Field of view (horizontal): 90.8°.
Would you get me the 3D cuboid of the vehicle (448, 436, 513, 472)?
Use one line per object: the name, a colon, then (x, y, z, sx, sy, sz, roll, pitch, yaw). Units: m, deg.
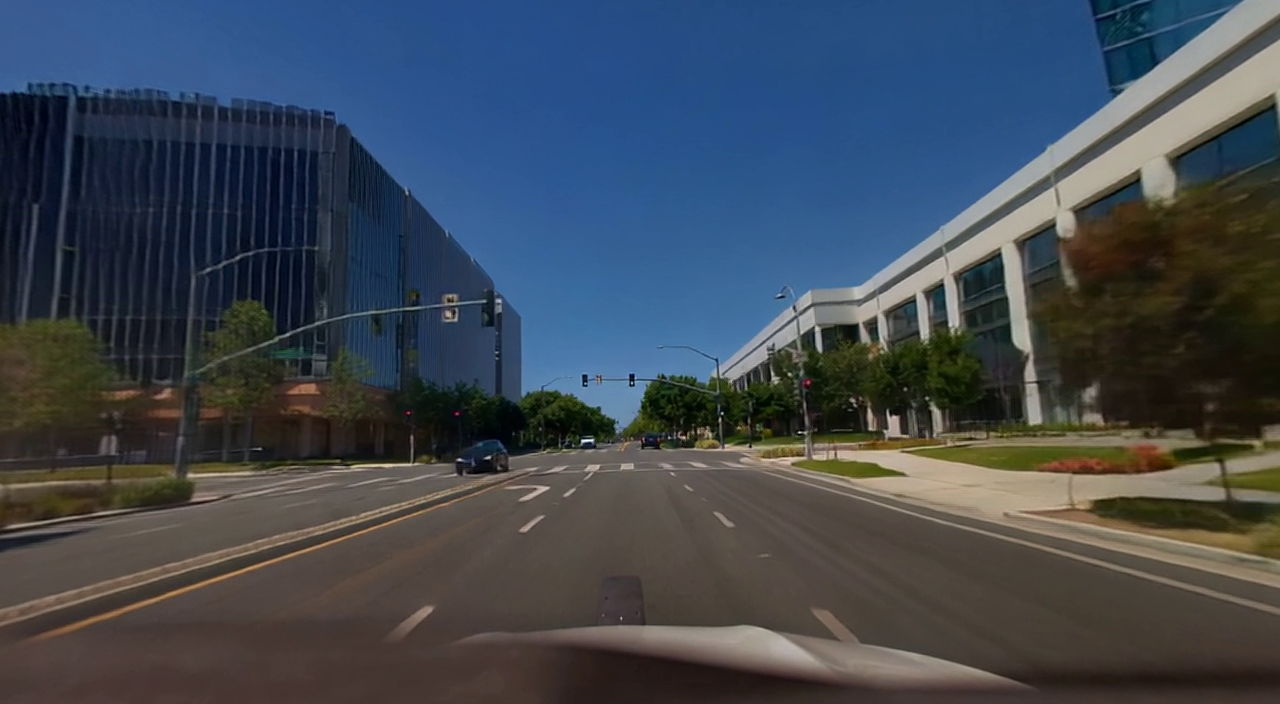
vehicle: (-7.836, 5.044, 31.414, 2.165, 1.685, 4.274, 0, -8, -1)
